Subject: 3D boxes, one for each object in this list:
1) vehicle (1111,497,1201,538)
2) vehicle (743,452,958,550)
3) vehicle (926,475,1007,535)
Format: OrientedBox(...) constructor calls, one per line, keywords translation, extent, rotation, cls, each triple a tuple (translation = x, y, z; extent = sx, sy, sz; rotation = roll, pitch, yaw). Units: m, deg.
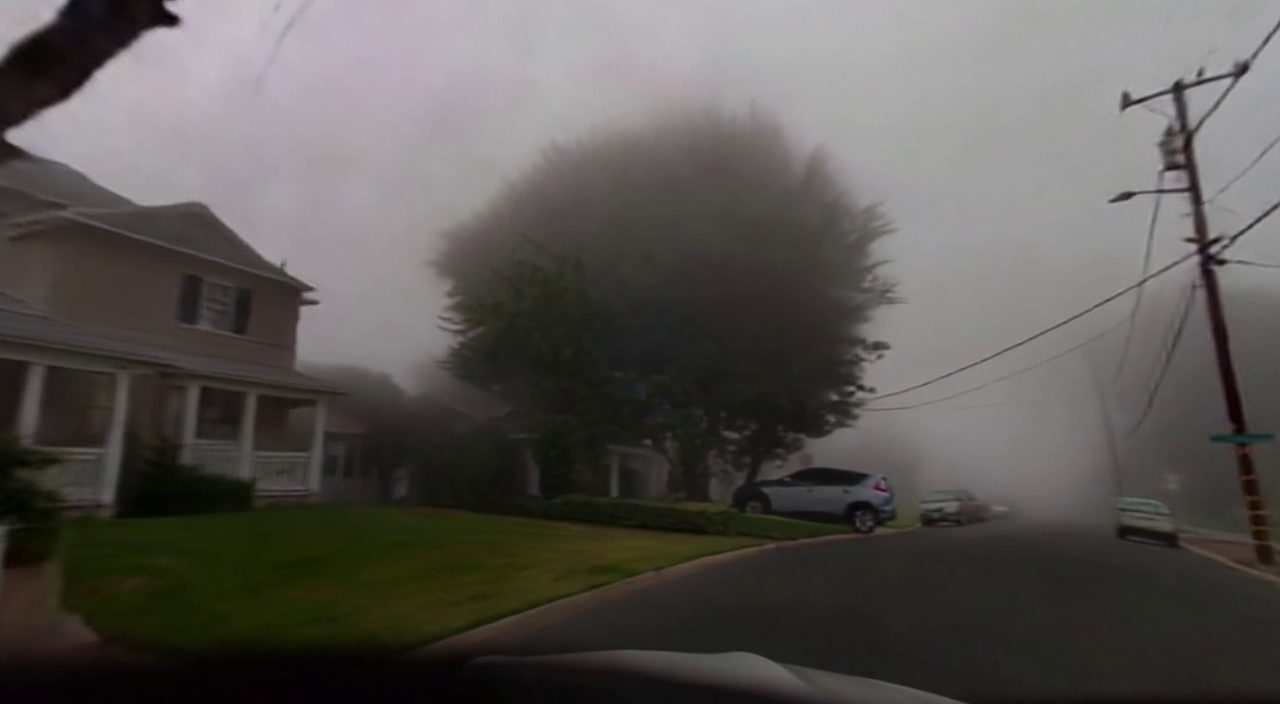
OrientedBox(translation=(24.649, 7.851, 30.133), extent=(3.005, 1.535, 4.025), rotation=(-5, -14, 42), cls="vehicle")
OrientedBox(translation=(5.237, 3.557, 15.796), extent=(4.537, 1.595, 2.471), rotation=(1, -8, 34), cls="vehicle")
OrientedBox(translation=(11.399, 5.180, 21.903), extent=(2.081, 1.589, 4.691), rotation=(-4, -10, 31), cls="vehicle")
